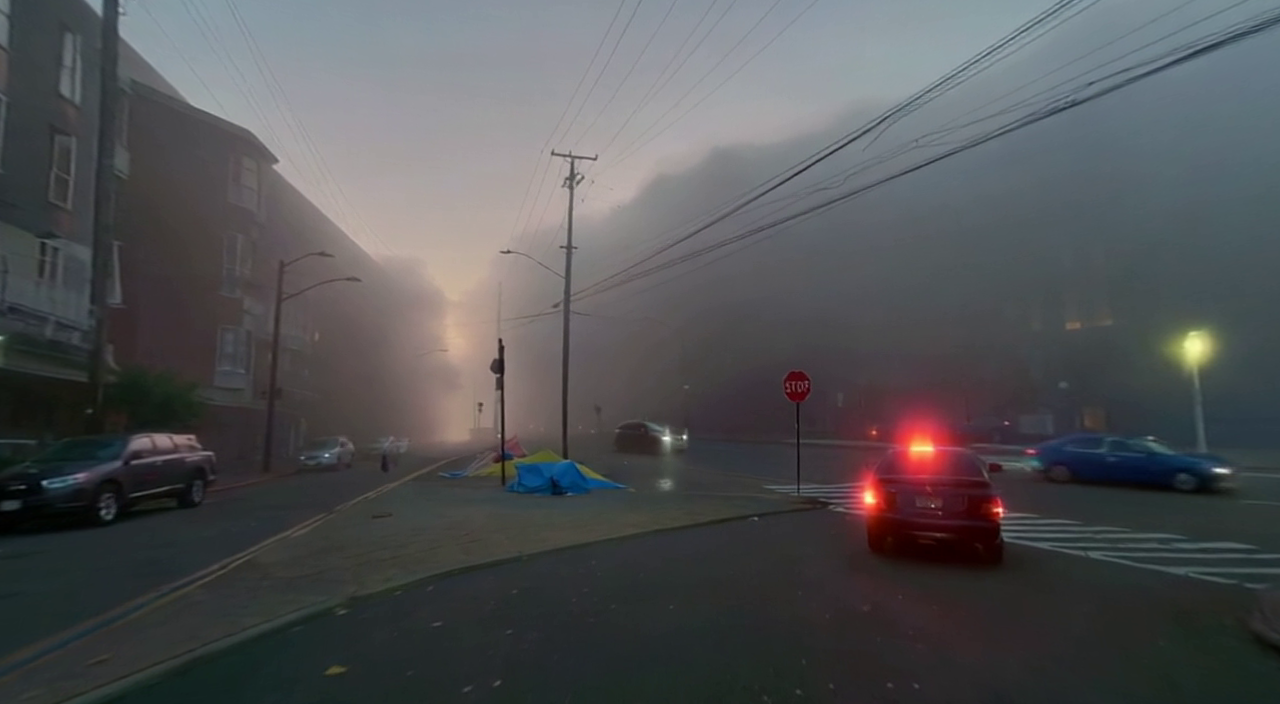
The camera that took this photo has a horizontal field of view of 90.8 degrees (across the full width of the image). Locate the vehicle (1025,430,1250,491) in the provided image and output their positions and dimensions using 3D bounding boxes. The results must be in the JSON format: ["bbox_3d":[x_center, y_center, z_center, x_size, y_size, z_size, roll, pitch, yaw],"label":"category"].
[{"bbox_3d":[14.057,3.052,18.138,1.904,1.498,4.642,6,-10,-38],"label":"vehicle"}]

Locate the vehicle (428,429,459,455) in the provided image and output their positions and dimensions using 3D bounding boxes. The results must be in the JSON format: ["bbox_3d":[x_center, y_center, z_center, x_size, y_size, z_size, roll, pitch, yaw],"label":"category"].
[{"bbox_3d":[-14.364,6.538,46.038,1.987,1.686,3.971,0,-8,-19],"label":"vehicle"}]

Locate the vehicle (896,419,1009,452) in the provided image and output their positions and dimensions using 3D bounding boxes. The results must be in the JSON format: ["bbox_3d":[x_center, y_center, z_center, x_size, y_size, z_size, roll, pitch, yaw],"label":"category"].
[{"bbox_3d":[14.921,4.043,30.367,1.790,1.468,4.422,6,-10,-38],"label":"vehicle"}]

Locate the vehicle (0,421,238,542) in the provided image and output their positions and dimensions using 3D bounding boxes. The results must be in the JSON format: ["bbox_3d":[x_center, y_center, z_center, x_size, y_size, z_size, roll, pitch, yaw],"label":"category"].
[{"bbox_3d":[-10.068,2.333,12.179,1.934,1.798,5.317,1,-8,-10],"label":"vehicle"}]

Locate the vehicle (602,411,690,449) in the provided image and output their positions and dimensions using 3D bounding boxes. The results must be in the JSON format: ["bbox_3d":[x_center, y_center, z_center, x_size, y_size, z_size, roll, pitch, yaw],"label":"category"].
[{"bbox_3d":[0.236,4.512,36.170,2.152,1.970,5.506,5,-10,-35],"label":"vehicle"}]

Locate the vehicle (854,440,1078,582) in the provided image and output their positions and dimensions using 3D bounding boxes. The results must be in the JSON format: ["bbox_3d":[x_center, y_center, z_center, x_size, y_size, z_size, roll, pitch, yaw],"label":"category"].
[{"bbox_3d":[5.175,2.215,9.771,1.945,1.647,4.160,-8,-11,42],"label":"vehicle"}]

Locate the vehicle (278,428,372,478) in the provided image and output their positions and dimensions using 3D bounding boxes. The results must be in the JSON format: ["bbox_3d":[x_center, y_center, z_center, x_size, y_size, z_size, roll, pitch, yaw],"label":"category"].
[{"bbox_3d":[-12.898,4.151,26.284,2.054,1.800,5.212,1,-8,-10],"label":"vehicle"}]
